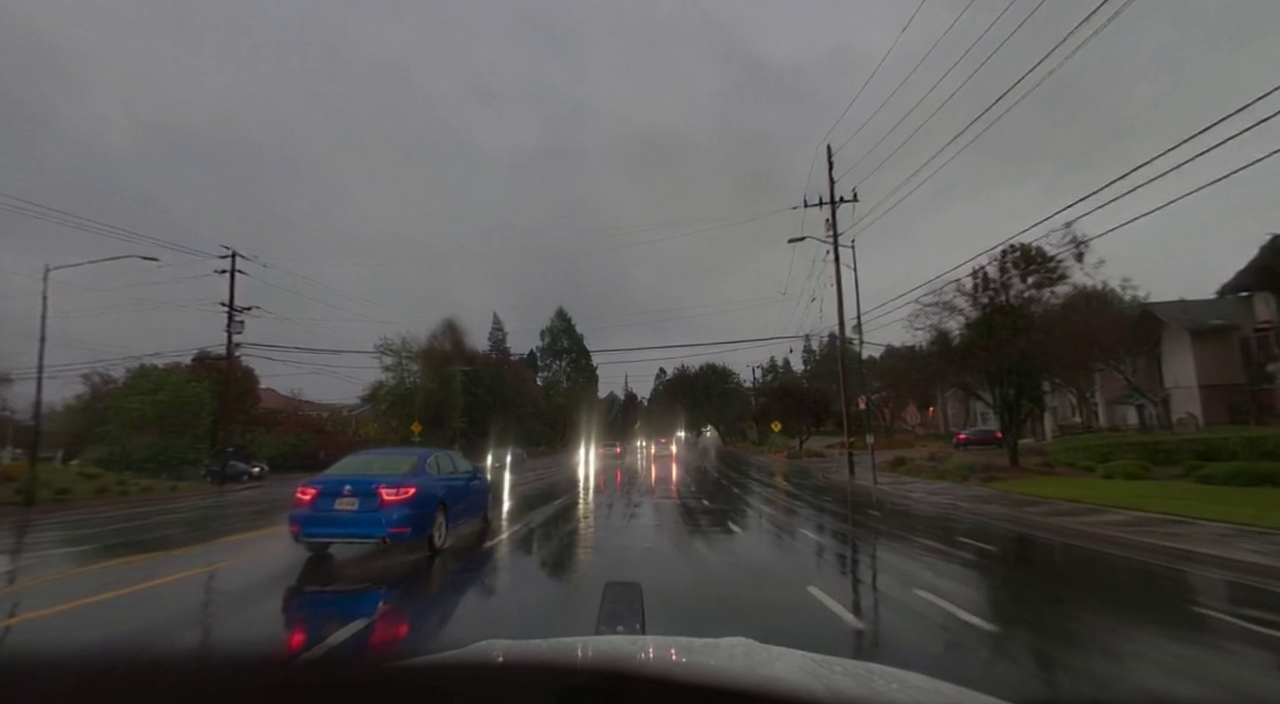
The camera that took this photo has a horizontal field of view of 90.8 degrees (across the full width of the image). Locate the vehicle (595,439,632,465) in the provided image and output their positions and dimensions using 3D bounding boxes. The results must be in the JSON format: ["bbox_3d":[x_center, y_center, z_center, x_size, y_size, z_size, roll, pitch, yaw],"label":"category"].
[{"bbox_3d":[-1.756,6.848,43.338,1.899,1.685,4.121,-1,-8,6],"label":"vehicle"}]

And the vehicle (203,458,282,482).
[{"bbox_3d":[-26.203,7.779,41.674,4.240,1.442,1.574,-1,-8,6],"label":"vehicle"}]

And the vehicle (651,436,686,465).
[{"bbox_3d":[1.990,6.668,42.812,2.155,1.836,4.250,-1,-8,6],"label":"vehicle"}]

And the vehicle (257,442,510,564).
[{"bbox_3d":[-3.468,2.092,9.661,1.901,1.409,4.442,0,-8,2],"label":"vehicle"}]
